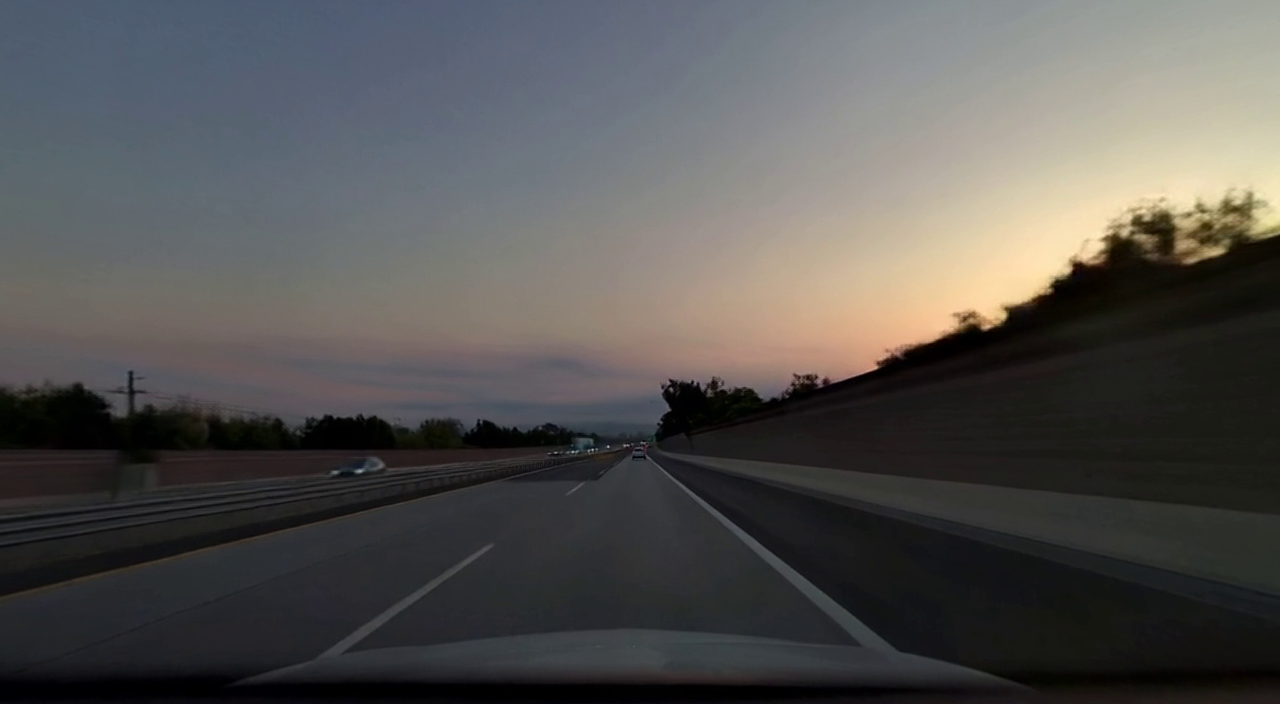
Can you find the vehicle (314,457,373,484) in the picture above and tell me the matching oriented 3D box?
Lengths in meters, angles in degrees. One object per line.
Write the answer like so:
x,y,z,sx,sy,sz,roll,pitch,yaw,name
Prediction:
-17.544,7.013,37.398,1.713,1.429,3.688,0,-9,0,vehicle
